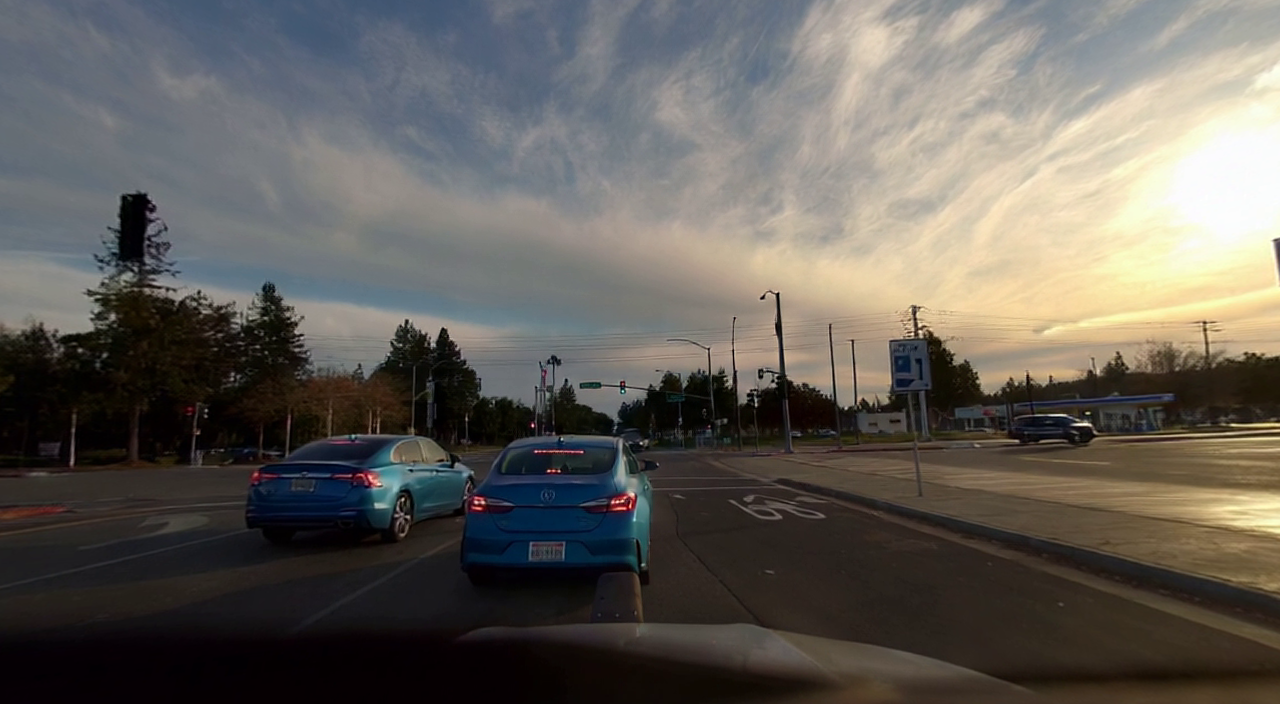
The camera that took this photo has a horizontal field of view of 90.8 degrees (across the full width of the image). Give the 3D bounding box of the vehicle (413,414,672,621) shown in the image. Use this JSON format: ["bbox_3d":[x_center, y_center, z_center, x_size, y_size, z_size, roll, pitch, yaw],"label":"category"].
[{"bbox_3d":[-0.648,1.548,6.963,1.916,1.510,4.447,0,-8,2],"label":"vehicle"}]

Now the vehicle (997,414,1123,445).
[{"bbox_3d":[21.164,3.936,31.995,4.874,1.502,2.048,0,-8,0],"label":"vehicle"}]

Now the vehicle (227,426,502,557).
[{"bbox_3d":[-3.756,1.983,9.830,1.995,1.506,4.773,0,-8,2],"label":"vehicle"}]
